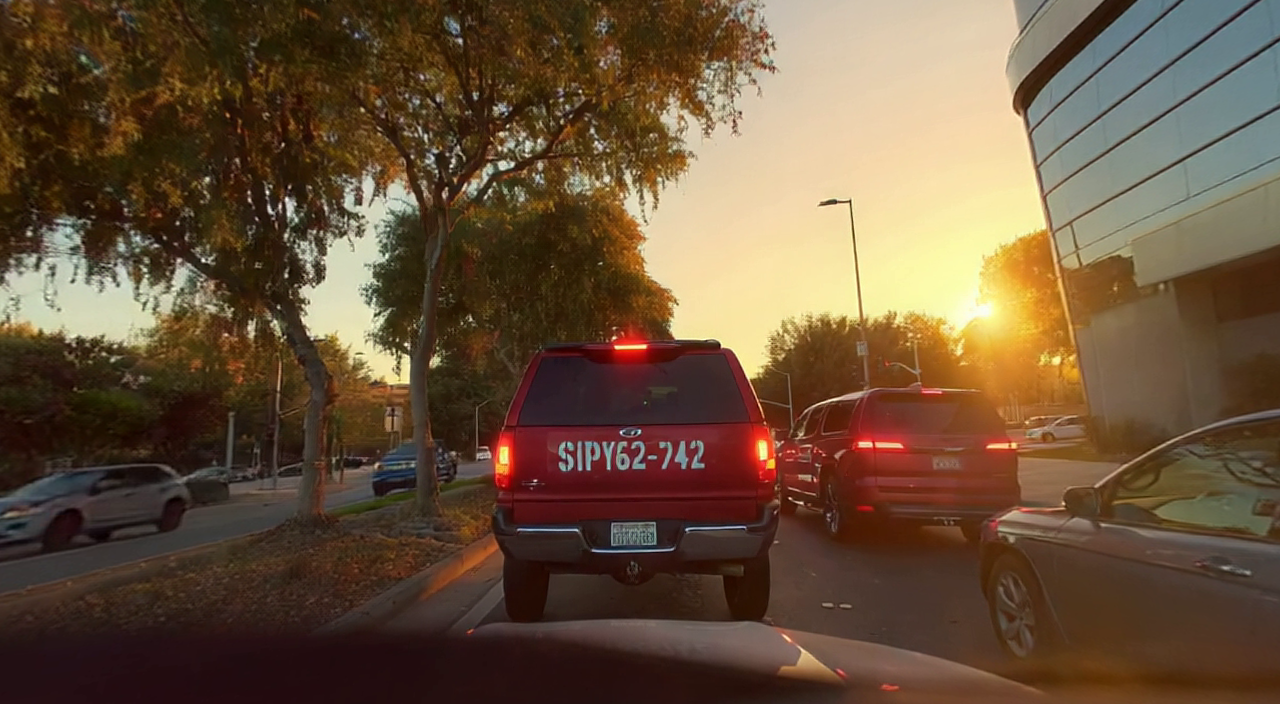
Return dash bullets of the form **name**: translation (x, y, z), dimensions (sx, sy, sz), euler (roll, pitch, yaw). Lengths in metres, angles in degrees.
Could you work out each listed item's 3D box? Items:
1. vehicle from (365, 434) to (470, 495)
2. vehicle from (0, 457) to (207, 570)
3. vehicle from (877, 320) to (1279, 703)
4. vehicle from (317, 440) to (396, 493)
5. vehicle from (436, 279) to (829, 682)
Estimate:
- **vehicle**: translation (-8.569, 4.371, 24.977), dimensions (2.136, 2.109, 5.377), euler (0, -8, 1)
- **vehicle**: translation (-12.154, 3.301, 13.747), dimensions (1.965, 1.897, 4.821), euler (0, -8, 0)
- **vehicle**: translation (3.083, 0.984, 3.458), dimensions (2.022, 1.700, 4.410), euler (0, -8, 3)
- **vehicle**: translation (-15.732, 6.346, 35.383), dimensions (1.924, 2.730, 5.024), euler (0, -8, 2)
- **vehicle**: translation (0.010, 1.038, 5.969), dimensions (2.267, 2.372, 4.366), euler (0, -8, 2)
